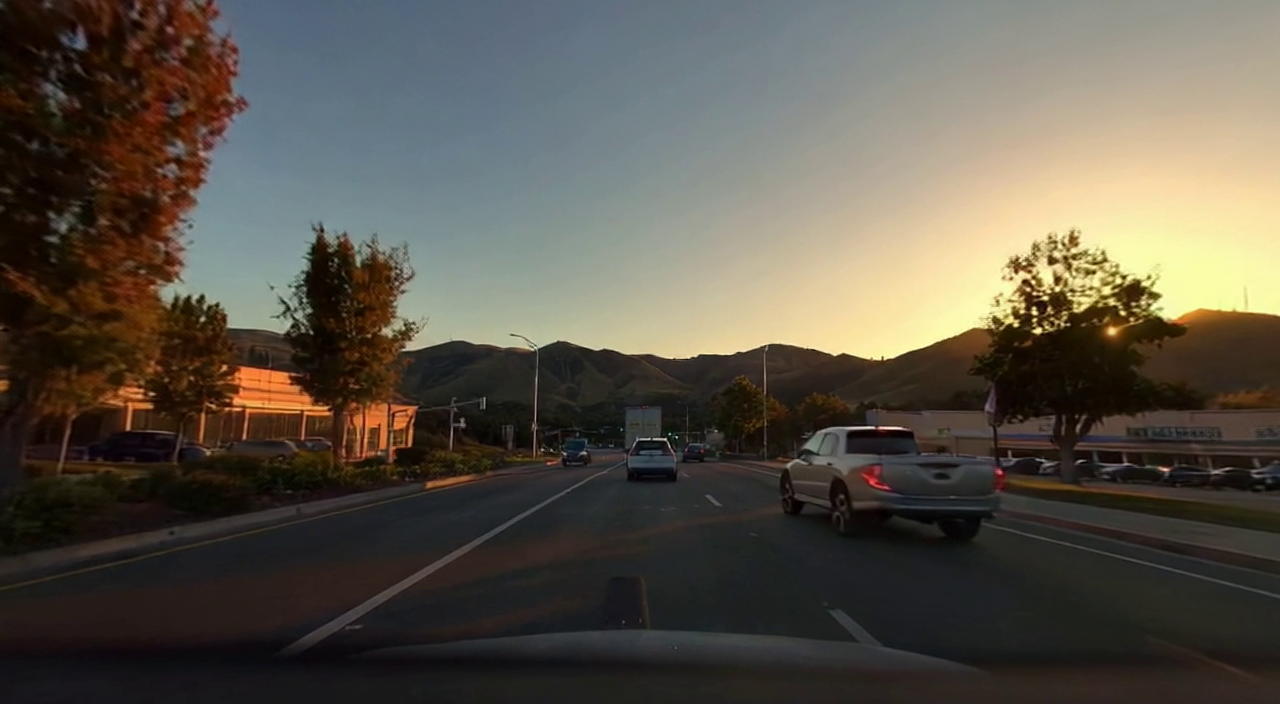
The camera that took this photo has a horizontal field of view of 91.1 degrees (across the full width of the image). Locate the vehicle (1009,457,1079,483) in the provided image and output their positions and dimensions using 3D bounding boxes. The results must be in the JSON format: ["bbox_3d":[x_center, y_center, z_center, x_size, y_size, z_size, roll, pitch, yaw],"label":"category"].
[{"bbox_3d":[24.917,7.261,38.865,1.751,1.439,3.847,0,-8,-1],"label":"vehicle"}]

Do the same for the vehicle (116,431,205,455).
[{"bbox_3d":[-35.363,6.731,46.469,4.786,1.697,1.895,4,-9,-24],"label":"vehicle"}]

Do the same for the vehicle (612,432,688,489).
[{"bbox_3d":[0.292,3.443,20.245,2.193,1.651,3.946,0,-8,0],"label":"vehicle"}]

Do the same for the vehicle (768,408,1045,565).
[{"bbox_3d":[3.372,1.794,9.149,2.010,1.692,4.516,0,-8,0],"label":"vehicle"}]

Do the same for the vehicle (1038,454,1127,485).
[{"bbox_3d":[27.438,7.271,39.138,2.108,1.735,4.476,0,-8,-3],"label":"vehicle"}]

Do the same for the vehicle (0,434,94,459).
[{"bbox_3d":[-35.707,5.624,37.272,4.425,1.423,1.949,4,-9,-23],"label":"vehicle"}]
